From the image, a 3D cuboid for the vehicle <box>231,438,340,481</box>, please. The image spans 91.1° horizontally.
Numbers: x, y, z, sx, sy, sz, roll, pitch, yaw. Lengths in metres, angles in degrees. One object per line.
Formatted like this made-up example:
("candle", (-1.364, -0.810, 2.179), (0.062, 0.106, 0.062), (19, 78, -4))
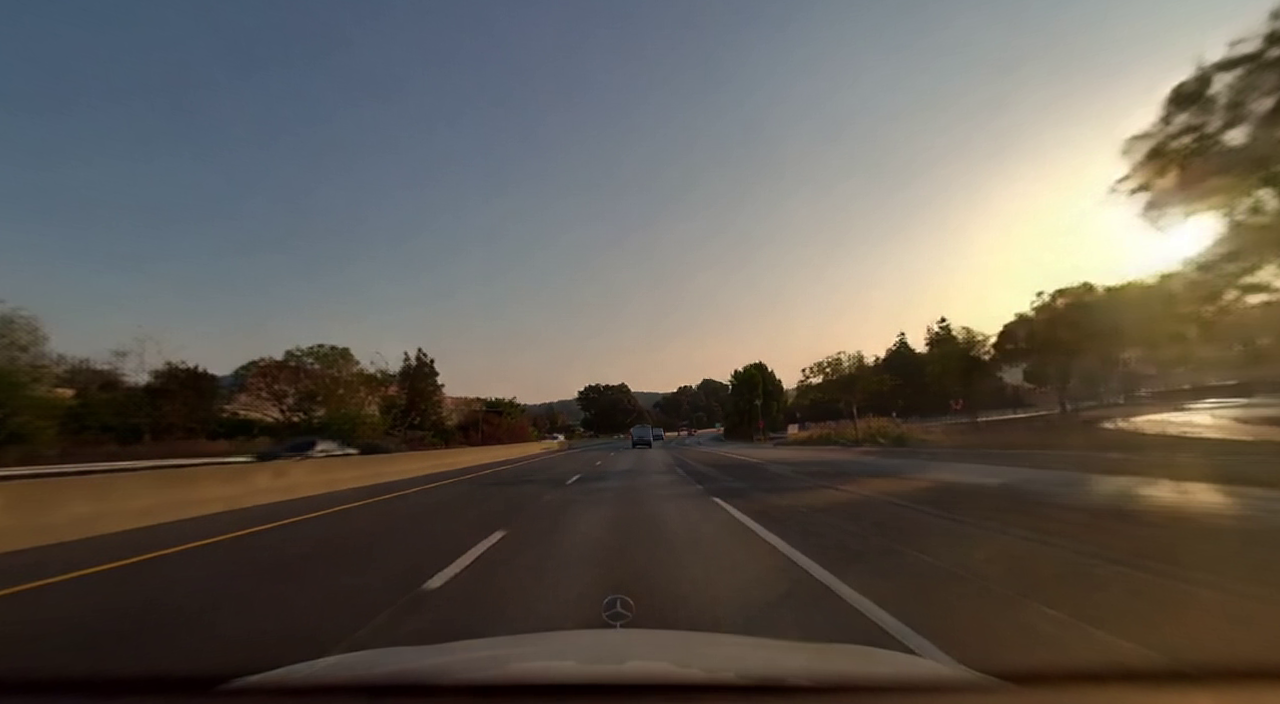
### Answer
("vehicle", (-13.837, 4.175, 24.860), (1.902, 1.526, 4.123), (0, -8, 0))
